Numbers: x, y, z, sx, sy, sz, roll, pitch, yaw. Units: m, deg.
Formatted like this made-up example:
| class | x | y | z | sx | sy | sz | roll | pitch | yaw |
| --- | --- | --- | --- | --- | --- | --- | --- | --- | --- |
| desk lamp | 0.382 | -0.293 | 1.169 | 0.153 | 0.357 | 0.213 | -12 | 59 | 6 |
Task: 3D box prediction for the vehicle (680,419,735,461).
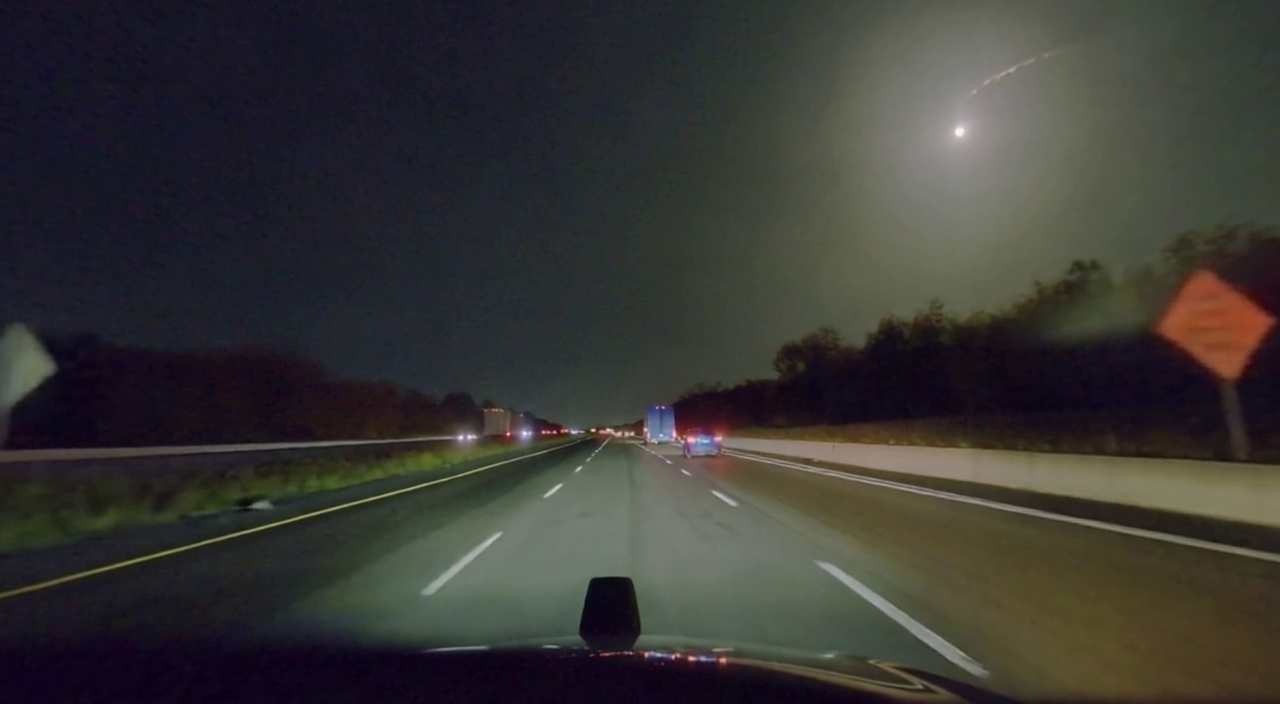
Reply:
| class | x | y | z | sx | sy | sz | roll | pitch | yaw |
| --- | --- | --- | --- | --- | --- | --- | --- | --- | --- |
| vehicle | 3.226 | 4.347 | 31.135 | 2.076 | 1.914 | 4.287 | 0 | -8 | -2 |
